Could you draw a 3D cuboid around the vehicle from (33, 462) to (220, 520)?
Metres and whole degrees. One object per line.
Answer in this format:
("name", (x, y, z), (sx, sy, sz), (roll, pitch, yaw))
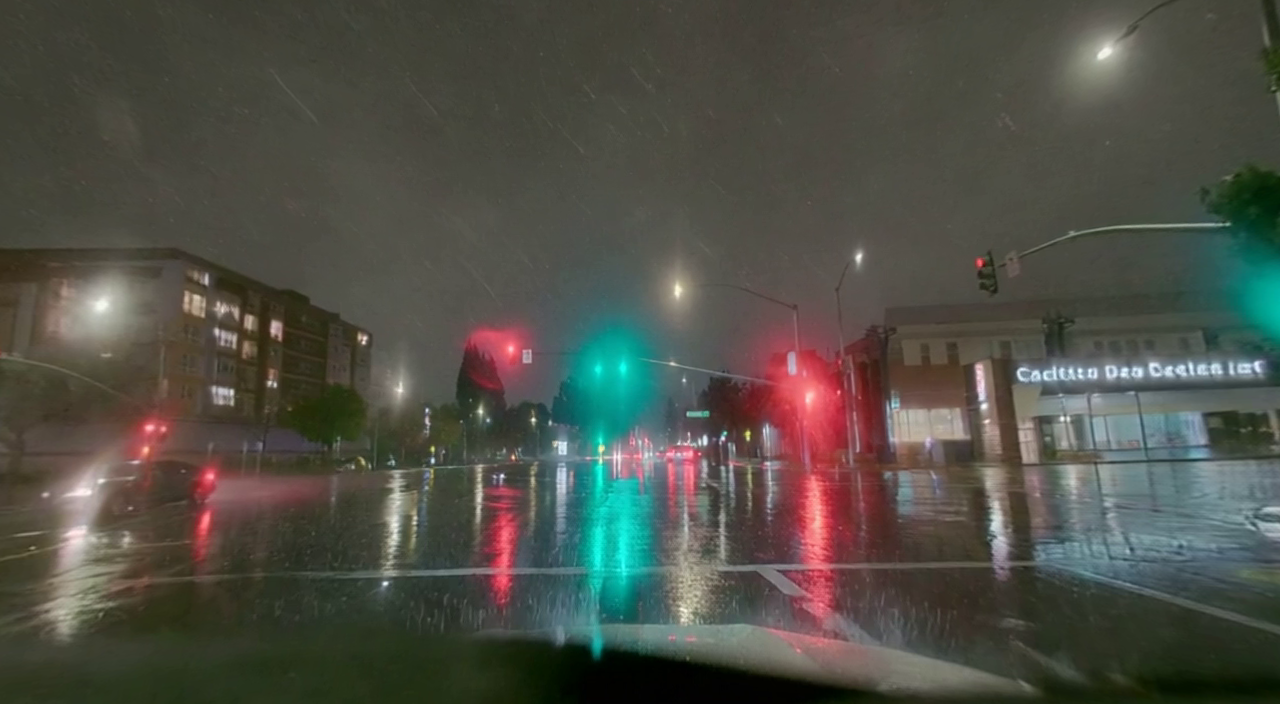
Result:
("vehicle", (-15.501, 4.170, 19.478), (1.903, 1.431, 4.545), (0, -8, 1))

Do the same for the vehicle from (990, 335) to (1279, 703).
("vehicle", (3.386, 0.725, 1.920), (1.973, 1.697, 4.377), (0, -8, -2))
